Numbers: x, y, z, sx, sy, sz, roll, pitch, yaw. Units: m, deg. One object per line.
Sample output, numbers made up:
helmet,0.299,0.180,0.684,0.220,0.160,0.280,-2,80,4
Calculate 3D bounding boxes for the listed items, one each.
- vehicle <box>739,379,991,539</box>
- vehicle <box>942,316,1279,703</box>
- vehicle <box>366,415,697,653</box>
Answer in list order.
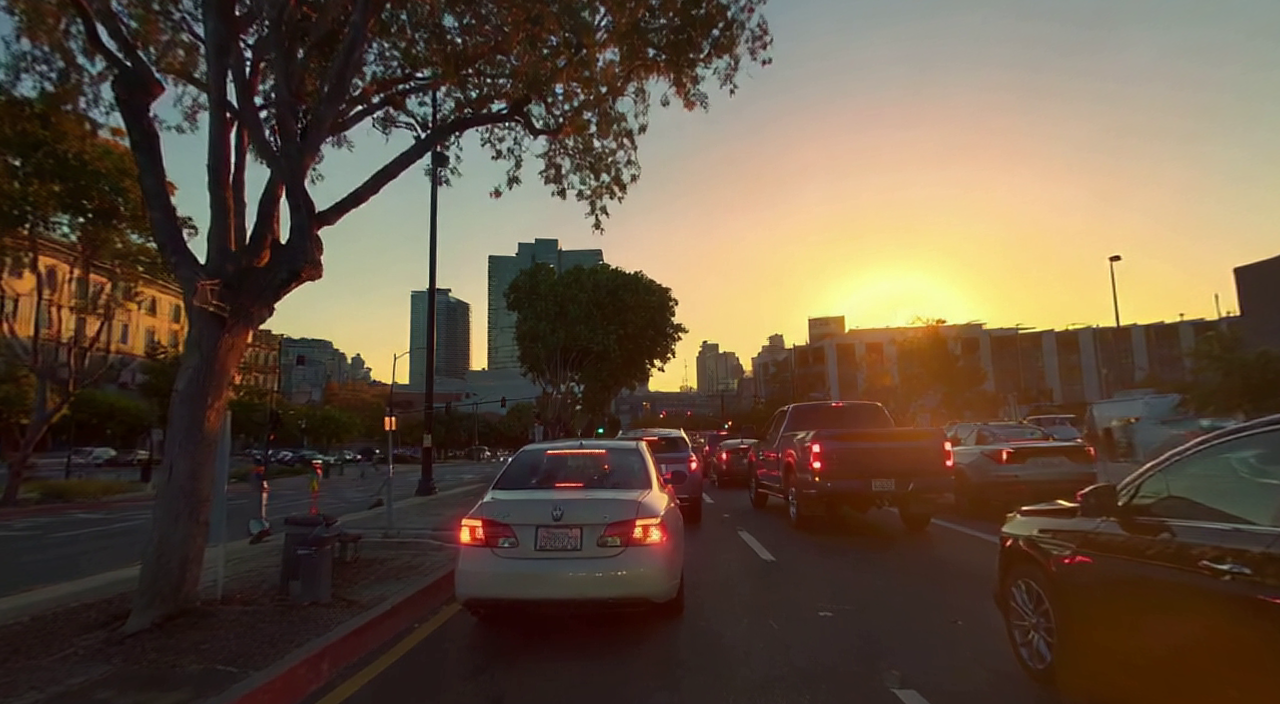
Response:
vehicle,3.546,1.896,11.627,2.497,2.186,5.890,0,-9,0
vehicle,3.156,0.747,2.064,2.024,1.723,4.714,0,-9,1
vehicle,-0.653,1.508,6.313,2.172,1.536,4.250,0,-9,2
